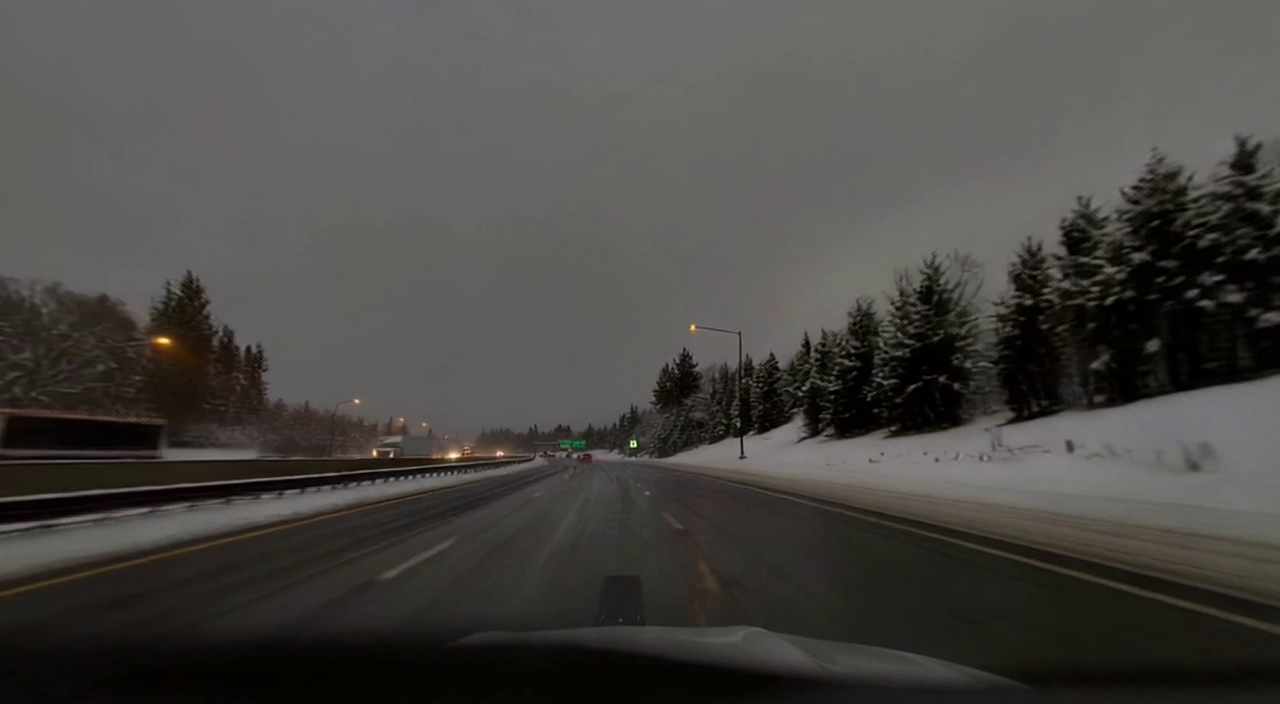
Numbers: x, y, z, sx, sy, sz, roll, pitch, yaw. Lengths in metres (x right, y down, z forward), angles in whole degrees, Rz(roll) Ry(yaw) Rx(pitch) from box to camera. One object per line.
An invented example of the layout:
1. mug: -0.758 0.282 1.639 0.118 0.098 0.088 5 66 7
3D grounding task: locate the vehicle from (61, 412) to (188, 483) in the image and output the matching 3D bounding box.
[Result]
1. vehicle: -18.470 3.442 22.758 1.996 2.393 2.954 0 -9 -2

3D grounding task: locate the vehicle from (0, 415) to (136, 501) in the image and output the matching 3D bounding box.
1. vehicle: -18.012 2.889 17.627 2.450 2.180 6.404 6 -11 -2
